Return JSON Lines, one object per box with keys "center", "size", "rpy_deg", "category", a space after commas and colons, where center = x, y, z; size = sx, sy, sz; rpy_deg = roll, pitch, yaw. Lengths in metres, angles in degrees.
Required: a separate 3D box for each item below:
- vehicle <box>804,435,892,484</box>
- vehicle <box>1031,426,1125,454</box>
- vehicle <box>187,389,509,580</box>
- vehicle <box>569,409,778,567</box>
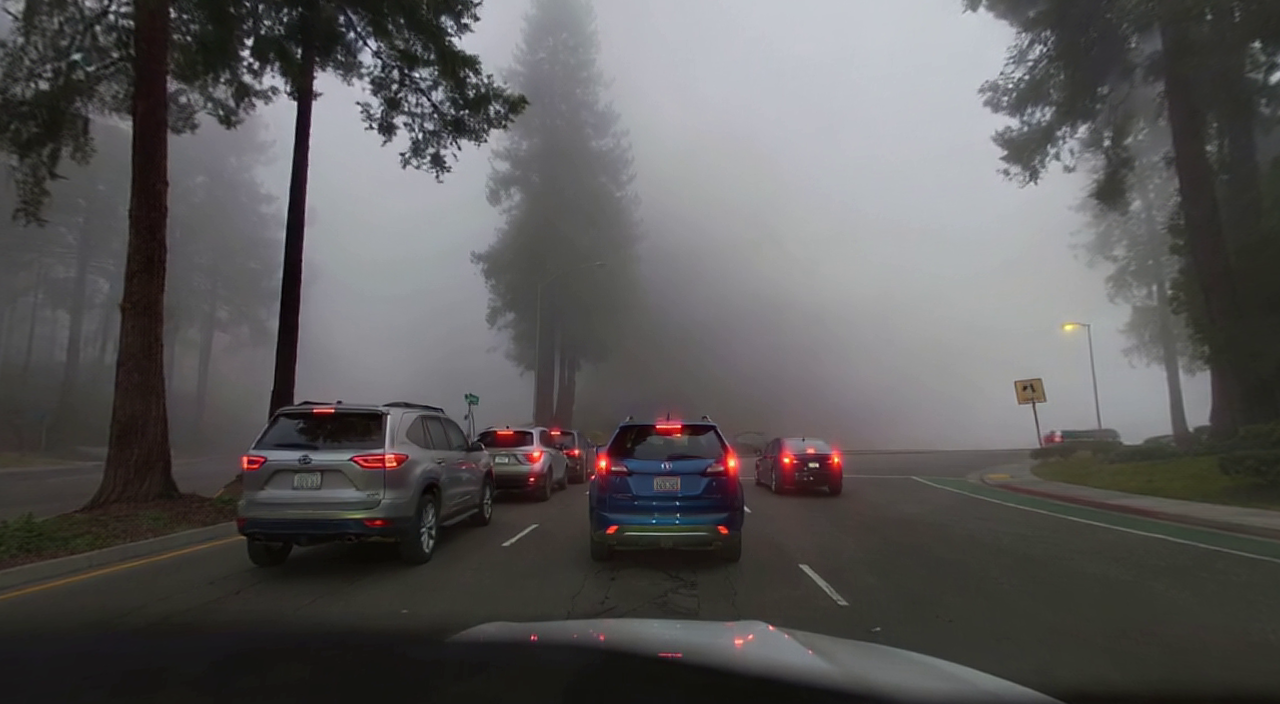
{"center": [7.442, 3.860, 22.963], "size": [2.067, 1.599, 4.251], "rpy_deg": [-1, -8, 5], "category": "vehicle"}
{"center": [28.024, 5.662, 40.464], "size": [4.629, 1.687, 1.824], "rpy_deg": [-4, -9, 24], "category": "vehicle"}
{"center": [-3.259, 1.591, 8.288], "size": [2.085, 1.812, 4.388], "rpy_deg": [0, -8, 0], "category": "vehicle"}
{"center": [0.374, 1.741, 8.769], "size": [2.189, 1.649, 4.171], "rpy_deg": [0, -8, 1], "category": "vehicle"}
